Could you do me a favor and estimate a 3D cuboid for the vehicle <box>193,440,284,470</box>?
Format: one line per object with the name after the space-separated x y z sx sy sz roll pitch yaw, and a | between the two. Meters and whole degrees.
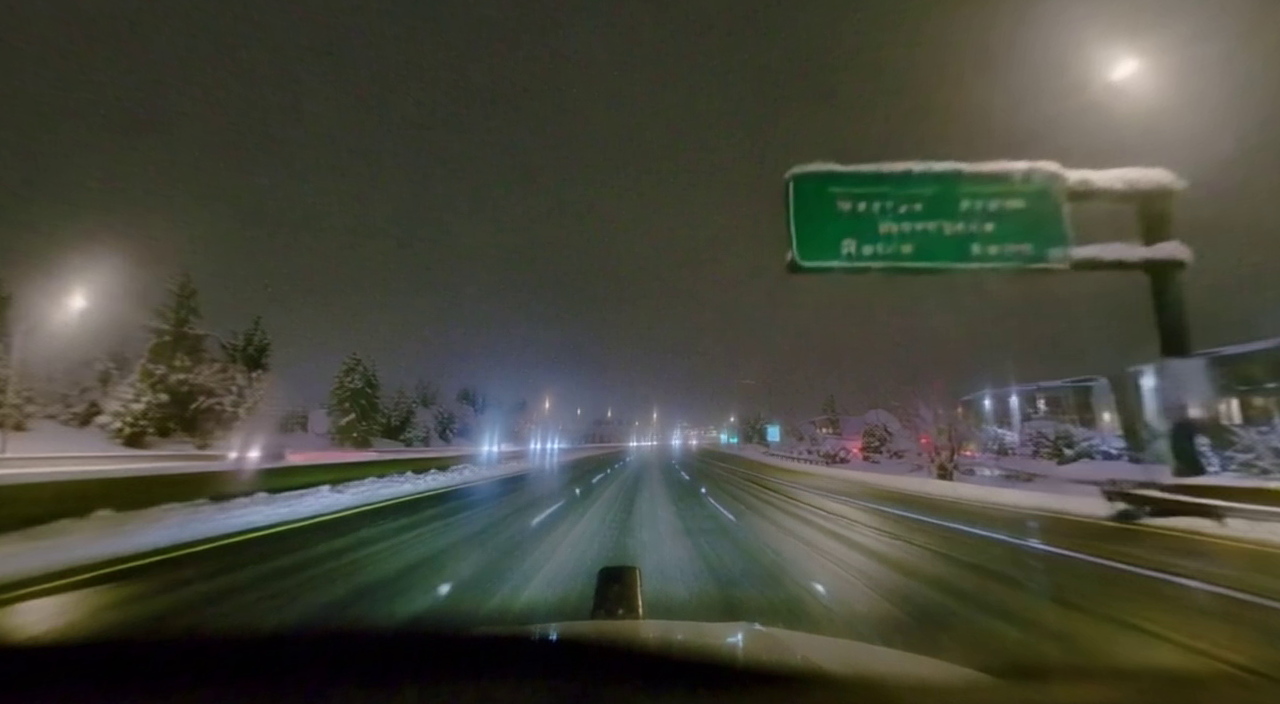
-27.480 7.077 43.429 2.244 1.913 5.868 0 -9 1 | vehicle
